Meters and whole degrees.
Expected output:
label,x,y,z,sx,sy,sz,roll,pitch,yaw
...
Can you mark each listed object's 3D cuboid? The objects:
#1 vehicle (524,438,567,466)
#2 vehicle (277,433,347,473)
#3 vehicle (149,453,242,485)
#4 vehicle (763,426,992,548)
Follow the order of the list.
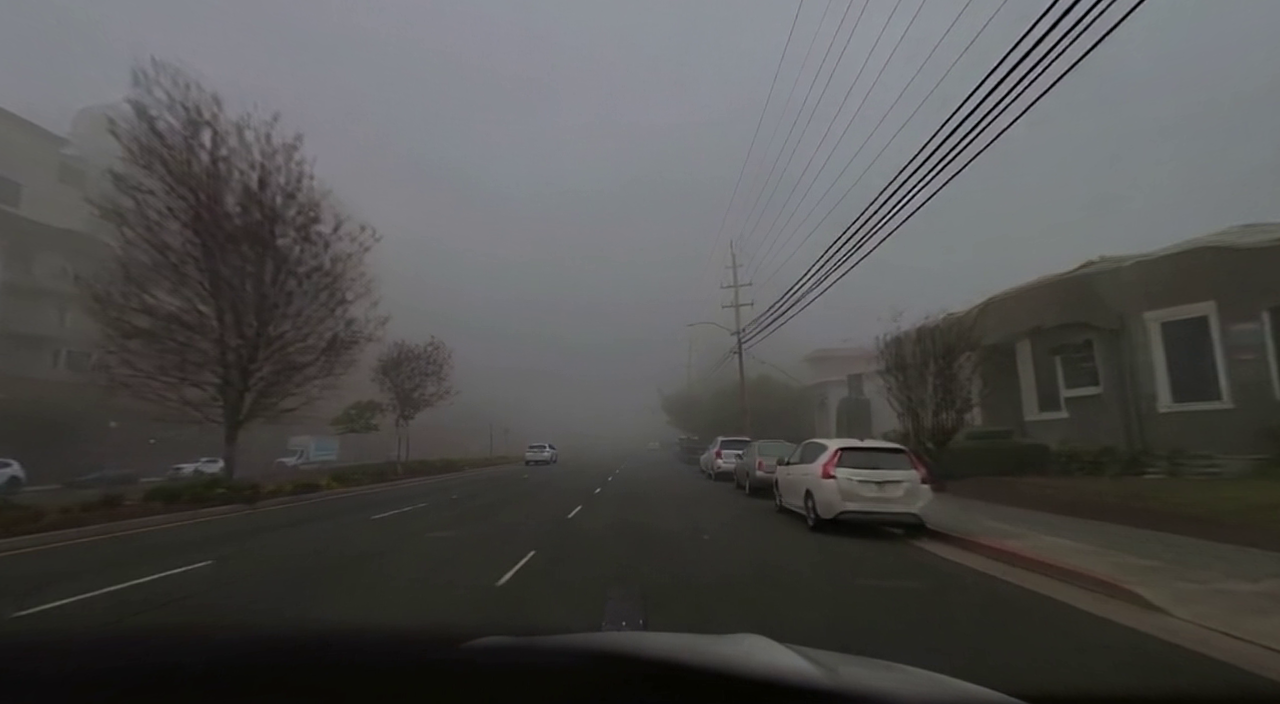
label,x,y,z,sx,sy,sz,roll,pitch,yaw
vehicle,-6.158,6.567,41.586,2.000,1.671,4.497,0,-8,1
vehicle,-25.566,7.917,49.529,2.223,2.895,5.824,0,-8,1
vehicle,-25.762,6.774,36.780,2.121,1.699,4.506,0,-8,1
vehicle,3.545,2.107,10.601,2.048,1.556,4.753,0,-8,1
